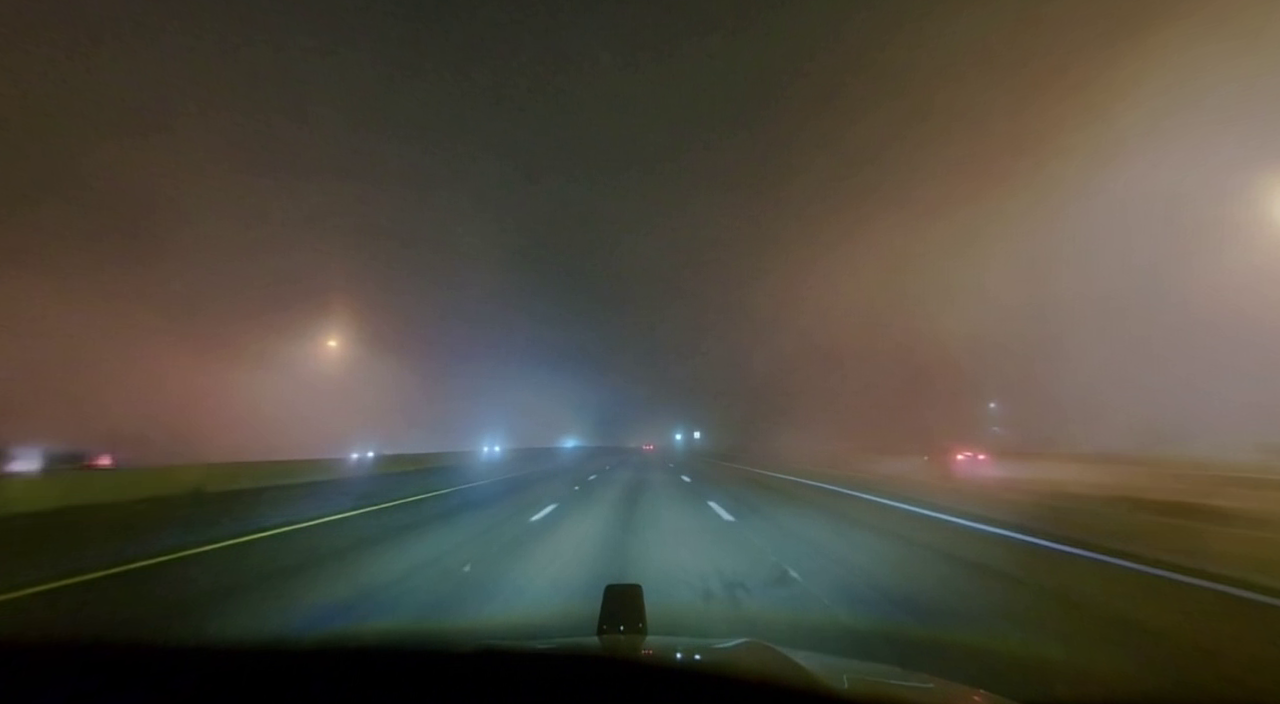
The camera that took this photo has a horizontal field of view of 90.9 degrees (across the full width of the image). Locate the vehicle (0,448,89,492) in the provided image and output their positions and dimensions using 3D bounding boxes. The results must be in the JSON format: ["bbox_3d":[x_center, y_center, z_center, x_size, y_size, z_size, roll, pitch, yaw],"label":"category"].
[{"bbox_3d":[-26.917,4.985,26.887,1.972,1.727,5.254,0,-8,1],"label":"vehicle"}]
